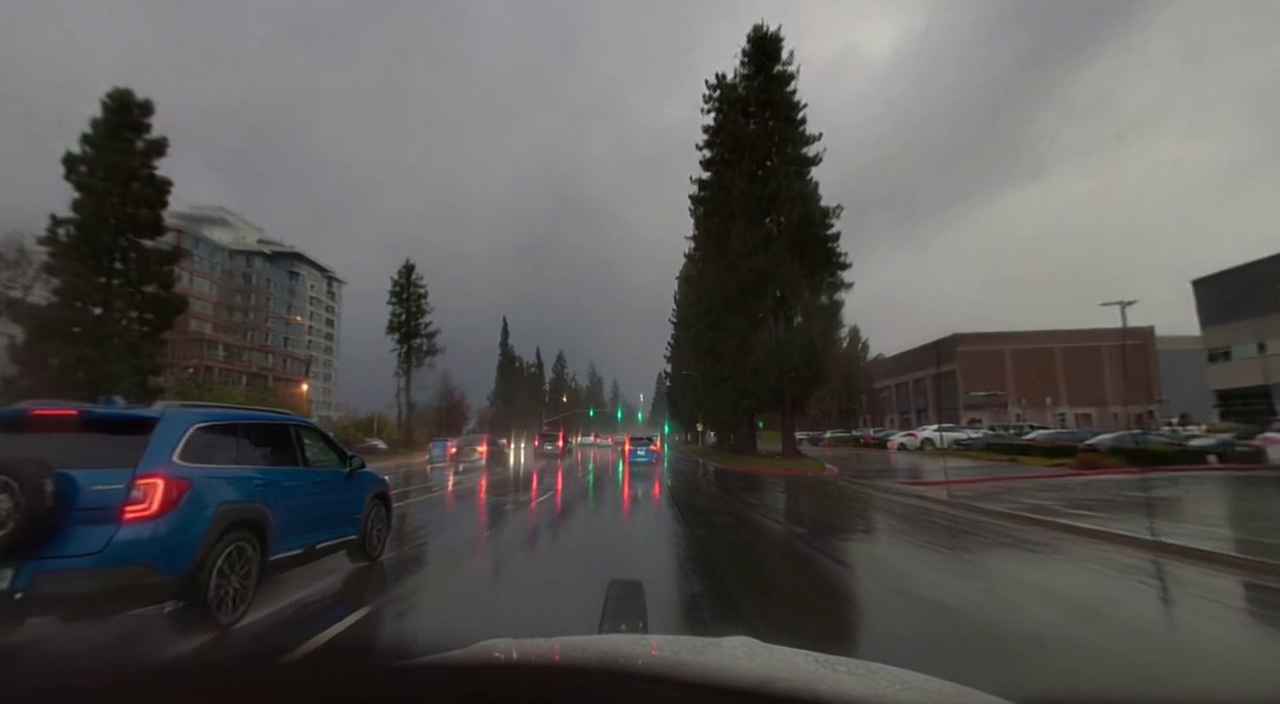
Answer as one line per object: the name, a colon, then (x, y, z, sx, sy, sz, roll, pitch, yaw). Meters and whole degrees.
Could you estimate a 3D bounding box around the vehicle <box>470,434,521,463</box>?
vehicle: (-8.028, 5.391, 35.224, 1.918, 1.484, 4.531, 0, -8, -2)

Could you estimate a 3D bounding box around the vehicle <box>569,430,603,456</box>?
vehicle: (-3.844, 6.637, 45.772, 2.047, 1.810, 4.414, 0, -8, 1)

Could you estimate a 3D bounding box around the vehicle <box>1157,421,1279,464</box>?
vehicle: (27.629, 4.249, 29.623, 4.524, 1.597, 2.102, -4, -6, -1)

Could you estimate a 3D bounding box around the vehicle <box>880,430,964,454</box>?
vehicle: (17.044, 5.498, 38.144, 1.857, 1.369, 4.219, 6, -10, -34)

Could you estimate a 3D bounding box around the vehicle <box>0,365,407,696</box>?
vehicle: (-3.811, 1.184, 5.265, 2.070, 1.641, 4.152, 0, -8, 0)

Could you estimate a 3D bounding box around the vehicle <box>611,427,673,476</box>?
vehicle: (0.073, 3.632, 23.053, 2.042, 1.641, 4.187, 0, -8, 0)

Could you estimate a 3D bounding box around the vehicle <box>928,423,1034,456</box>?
vehicle: (17.460, 4.520, 32.318, 4.329, 1.656, 1.873, 0, -8, 2)

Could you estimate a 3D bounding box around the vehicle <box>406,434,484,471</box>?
vehicle: (-8.156, 4.248, 26.711, 1.926, 1.463, 4.450, 0, -8, -1)

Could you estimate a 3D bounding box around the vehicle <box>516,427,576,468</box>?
vehicle: (-4.285, 4.448, 29.320, 2.113, 1.713, 4.422, 0, -8, 0)
